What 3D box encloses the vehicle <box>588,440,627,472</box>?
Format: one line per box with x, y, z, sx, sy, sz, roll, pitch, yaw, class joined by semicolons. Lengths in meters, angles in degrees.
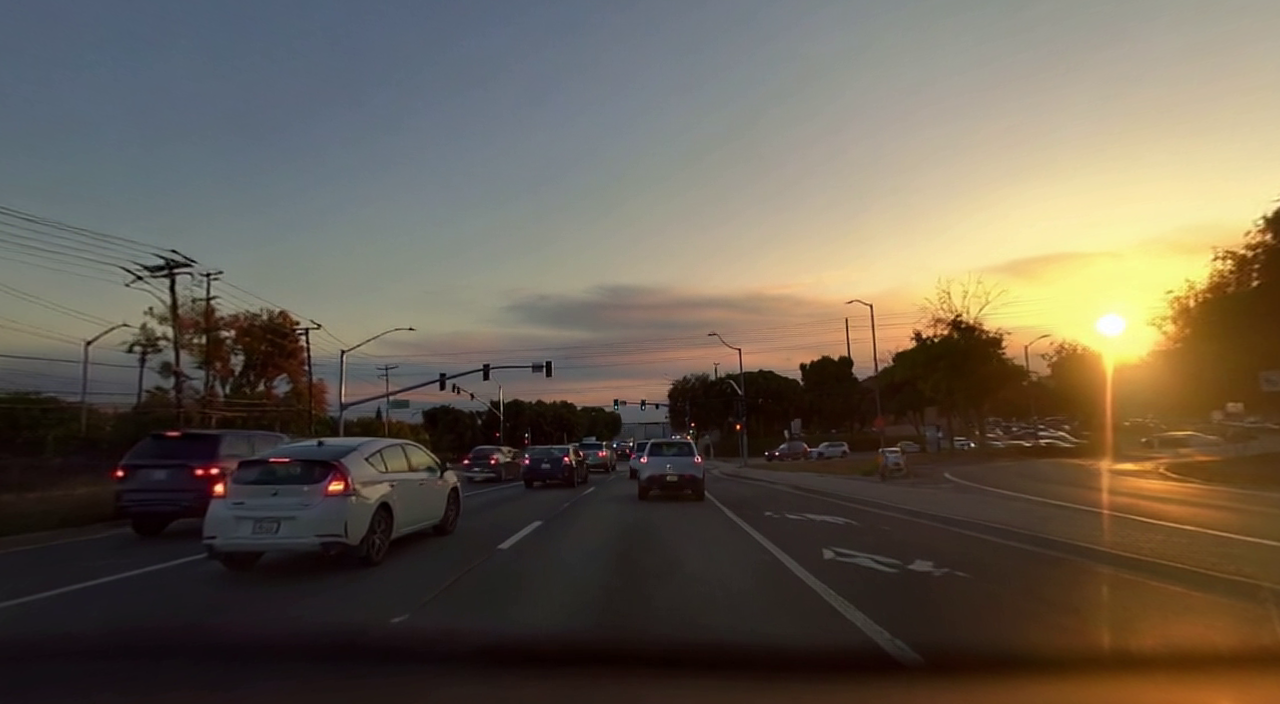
-1.862;6.118;37.391;1.788;1.773;3.731;-1;-9;5;vehicle

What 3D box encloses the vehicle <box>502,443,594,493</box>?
-2.852;3.704;20.567;2.105;1.436;4.311;-1;-8;4;vehicle

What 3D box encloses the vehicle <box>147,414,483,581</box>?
-3.761;1.763;8.476;2.018;1.621;4.441;0;-8;2;vehicle

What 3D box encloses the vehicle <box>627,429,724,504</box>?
0.888;2.919;16.487;2.205;1.691;3.937;0;-8;2;vehicle
